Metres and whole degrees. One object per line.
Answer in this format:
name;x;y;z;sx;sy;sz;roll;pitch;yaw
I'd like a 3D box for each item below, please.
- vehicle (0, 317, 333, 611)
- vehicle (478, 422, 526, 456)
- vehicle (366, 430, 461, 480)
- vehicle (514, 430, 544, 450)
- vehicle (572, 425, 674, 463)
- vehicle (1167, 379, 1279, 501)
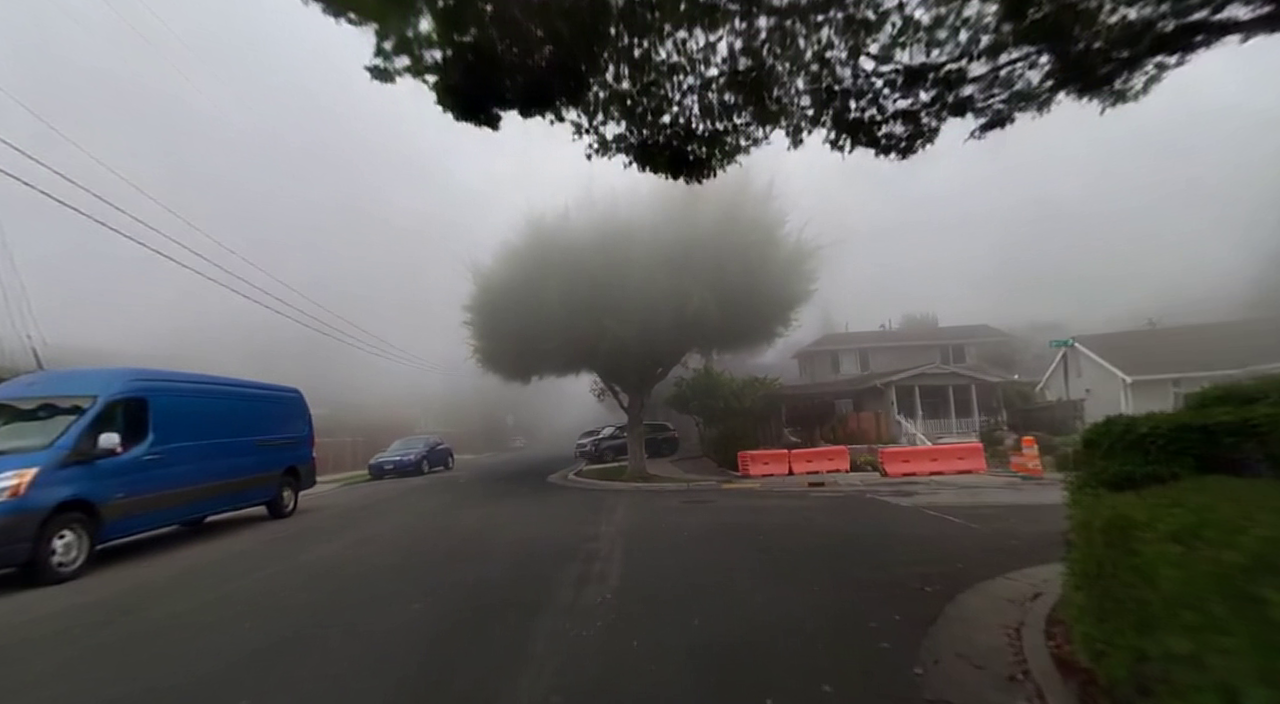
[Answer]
vehicle;-6.868;1.346;8.671;2.284;2.500;7.006;-2;-6;-4
vehicle;-8.412;5.322;38.782;2.042;1.937;4.960;0;-8;-2
vehicle;-7.634;3.493;21.709;1.899;1.524;4.082;0;-8;-2
vehicle;-8.672;6.884;49.500;1.765;1.493;4.130;0;-8;-2
vehicle;-0.632;3.759;25.917;1.827;1.436;4.070;-8;-11;44
vehicle;11.887;1.427;10.243;4.624;1.924;2.005;-4;-9;28
